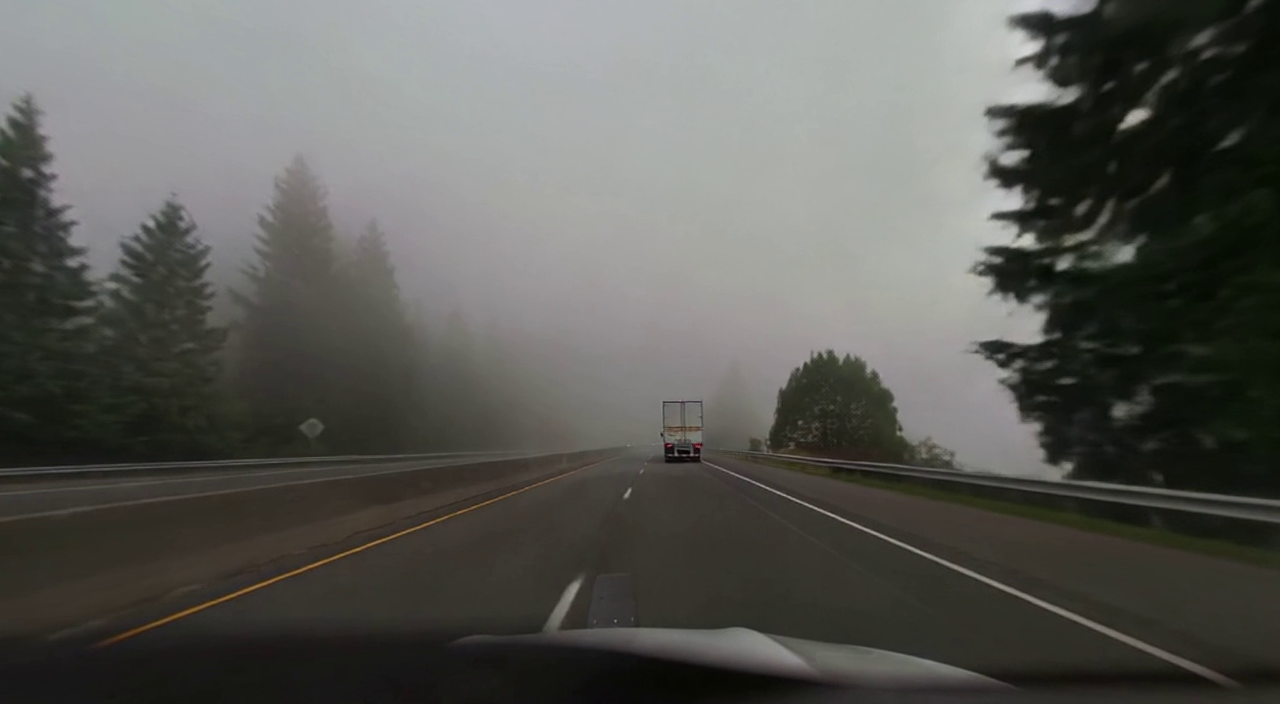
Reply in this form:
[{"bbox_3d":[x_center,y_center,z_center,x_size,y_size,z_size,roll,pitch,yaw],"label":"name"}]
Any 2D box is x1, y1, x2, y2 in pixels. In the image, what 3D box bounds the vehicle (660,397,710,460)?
[{"bbox_3d":[3.220,5.940,48.022,3.156,4.196,11.351,-1,-8,1],"label":"vehicle"}]
